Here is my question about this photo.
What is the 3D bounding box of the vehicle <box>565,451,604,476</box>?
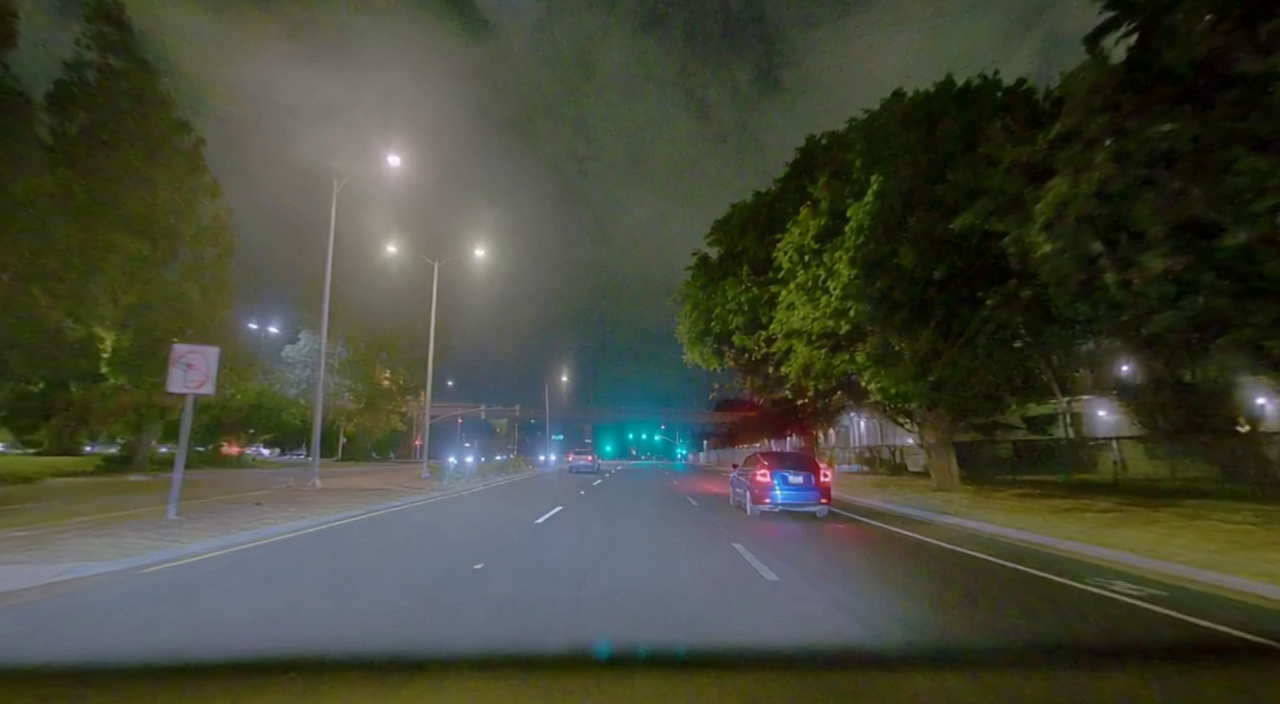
[{"bbox_3d":[-3.469,7.032,40.025,2.041,1.460,4.036,0,-8,1],"label":"vehicle"}]

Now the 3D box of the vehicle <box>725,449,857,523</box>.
[{"bbox_3d":[3.437,3.119,15.335,2.068,1.497,4.247,0,-8,-1],"label":"vehicle"}]
